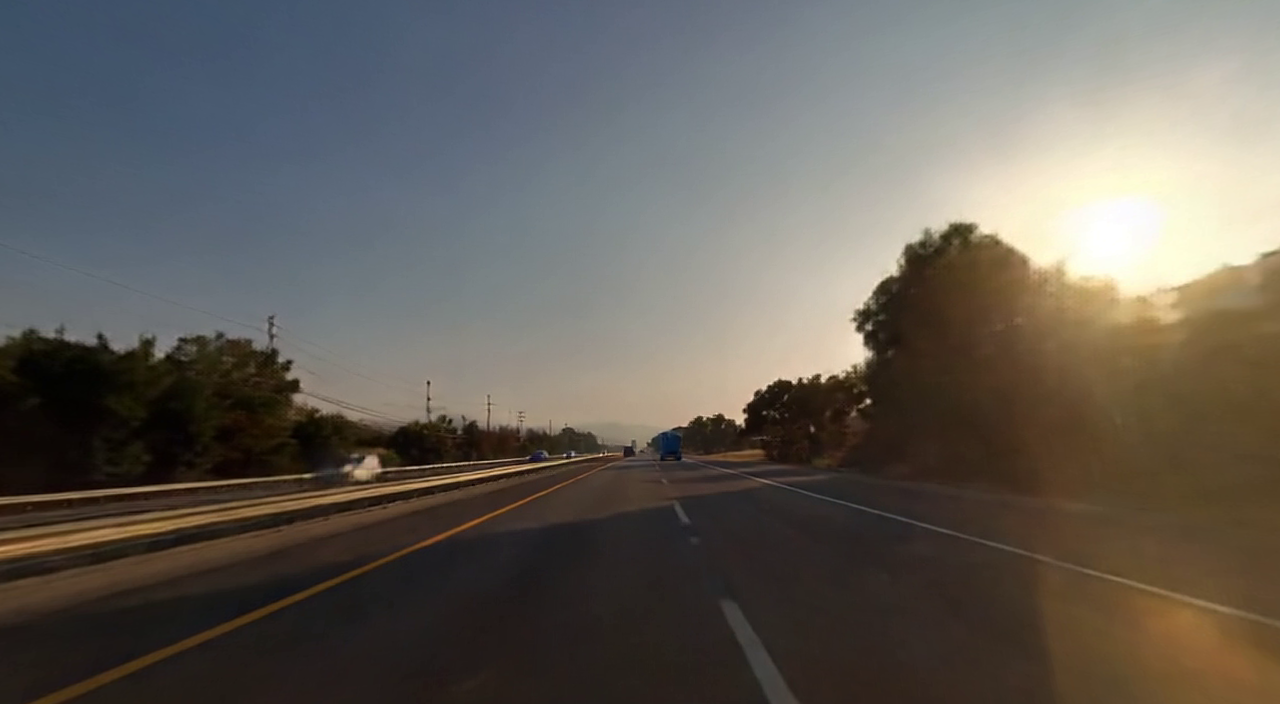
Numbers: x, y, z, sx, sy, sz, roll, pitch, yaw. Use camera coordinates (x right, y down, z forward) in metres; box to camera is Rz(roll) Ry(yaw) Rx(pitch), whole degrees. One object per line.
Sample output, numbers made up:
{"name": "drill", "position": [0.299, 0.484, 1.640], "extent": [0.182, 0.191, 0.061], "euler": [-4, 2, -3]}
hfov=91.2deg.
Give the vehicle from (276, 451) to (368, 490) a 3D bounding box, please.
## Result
{"name": "vehicle", "position": [-14.267, 5.307, 28.433], "extent": [1.885, 1.580, 4.215], "euler": [-1, -9, 1]}
